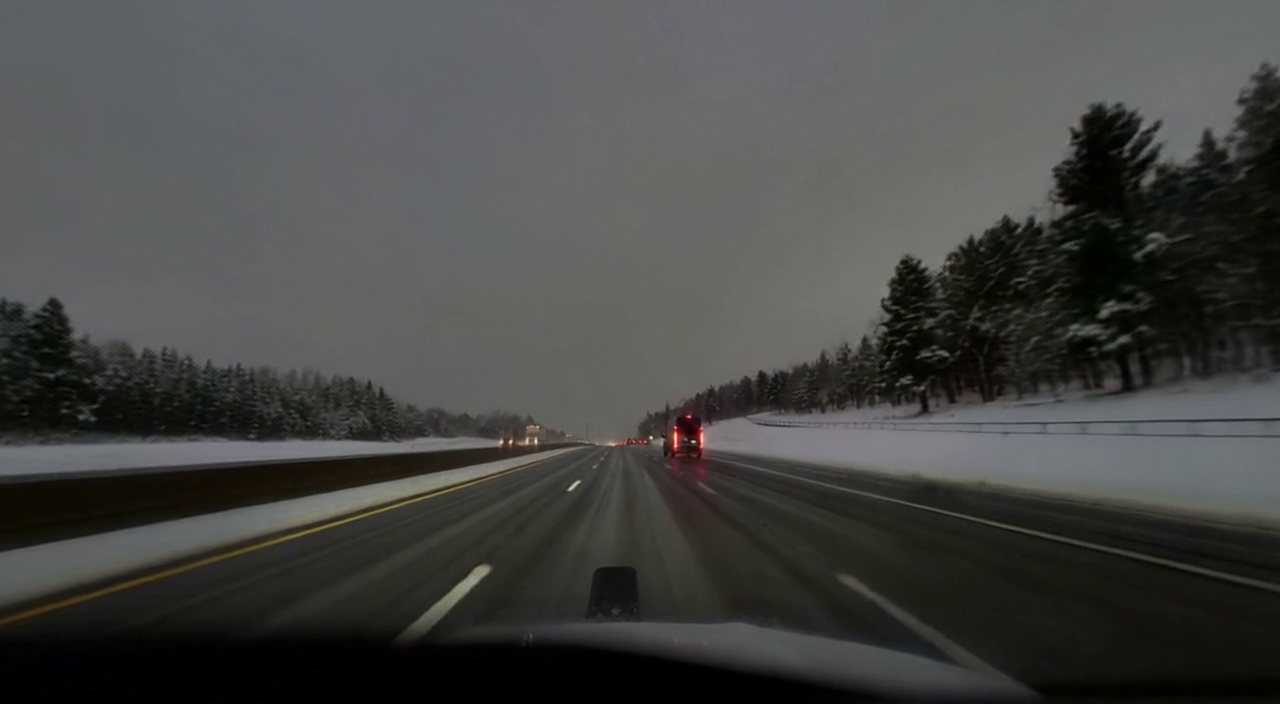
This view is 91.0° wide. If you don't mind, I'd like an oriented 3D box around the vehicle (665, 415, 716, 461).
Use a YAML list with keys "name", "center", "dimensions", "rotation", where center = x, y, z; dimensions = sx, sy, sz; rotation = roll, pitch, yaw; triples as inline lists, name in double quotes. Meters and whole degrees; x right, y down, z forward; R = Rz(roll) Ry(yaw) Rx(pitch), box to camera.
- name: "vehicle"
  center: [3.141, 5.611, 40.928]
  dimensions: [2.431, 2.667, 6.921]
  rotation: [0, -8, -2]
